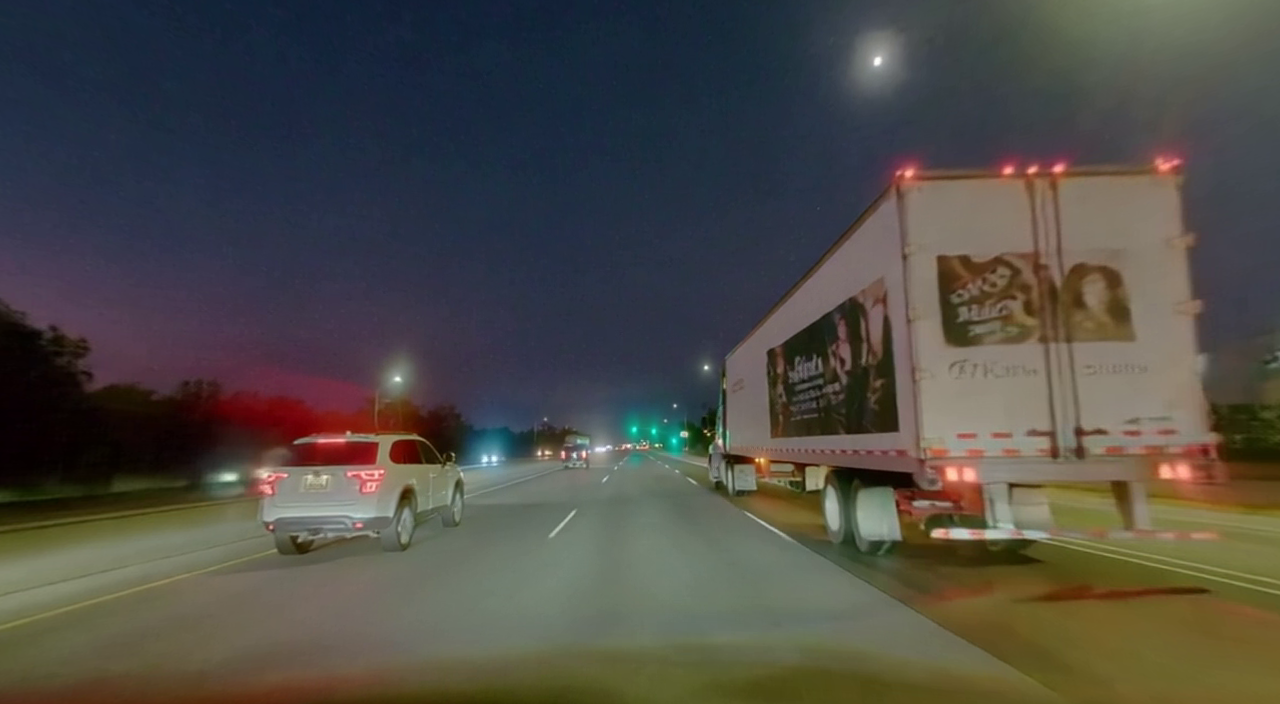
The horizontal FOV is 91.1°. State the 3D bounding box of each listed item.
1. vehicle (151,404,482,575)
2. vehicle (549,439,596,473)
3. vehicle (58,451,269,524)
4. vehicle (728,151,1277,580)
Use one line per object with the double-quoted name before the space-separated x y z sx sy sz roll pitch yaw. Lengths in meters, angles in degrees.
"vehicle" -3.957 1.786 8.926 2.202 1.760 4.617 0 -9 0
"vehicle" -3.684 5.764 35.084 2.139 1.716 4.530 0 -9 0
"vehicle" -12.367 3.498 16.819 2.173 1.625 4.459 0 -9 -1
"vehicle" 4.401 1.069 13.042 2.998 4.236 13.886 0 -9 0
